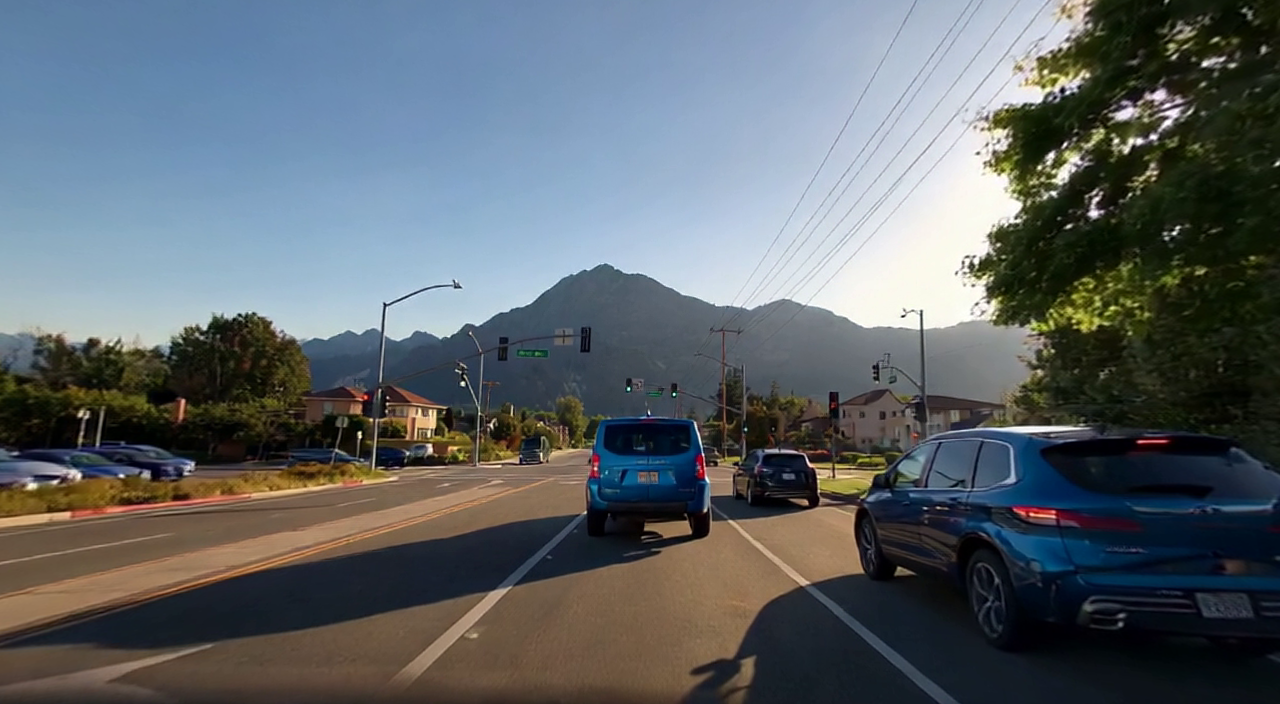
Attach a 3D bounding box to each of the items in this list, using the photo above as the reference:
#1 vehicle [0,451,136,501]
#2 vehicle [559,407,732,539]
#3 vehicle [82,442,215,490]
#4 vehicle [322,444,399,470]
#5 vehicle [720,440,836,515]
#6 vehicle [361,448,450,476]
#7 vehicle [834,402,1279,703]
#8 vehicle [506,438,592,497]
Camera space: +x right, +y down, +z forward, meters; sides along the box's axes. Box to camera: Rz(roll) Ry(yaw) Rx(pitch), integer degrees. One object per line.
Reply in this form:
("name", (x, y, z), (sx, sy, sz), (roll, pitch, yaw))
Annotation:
("vehicle", (-20.079, 4.132, 21.455), (1.830, 1.436, 4.771), (0, -9, 1))
("vehicle", (0.075, 2.235, 12.270), (2.636, 2.011, 5.130), (0, -9, 0))
("vehicle", (-20.420, 4.724, 26.509), (1.996, 1.809, 4.699), (1, -9, -5))
("vehicle", (-19.364, 7.290, 43.723), (4.428, 1.738, 1.886), (-1, -9, 5))
("vehicle", (3.322, 3.104, 16.128), (1.957, 1.646, 4.355), (0, -9, 0))
("vehicle", (-14.058, 6.572, 37.854), (4.644, 1.533, 2.005), (-2, -9, 16))
("vehicle", (3.479, 1.427, 5.407), (2.155, 1.658, 4.721), (0, -9, 0))
("vehicle", (-2.872, 3.764, 20.989), (2.059, 1.749, 4.458), (0, -9, 2))
